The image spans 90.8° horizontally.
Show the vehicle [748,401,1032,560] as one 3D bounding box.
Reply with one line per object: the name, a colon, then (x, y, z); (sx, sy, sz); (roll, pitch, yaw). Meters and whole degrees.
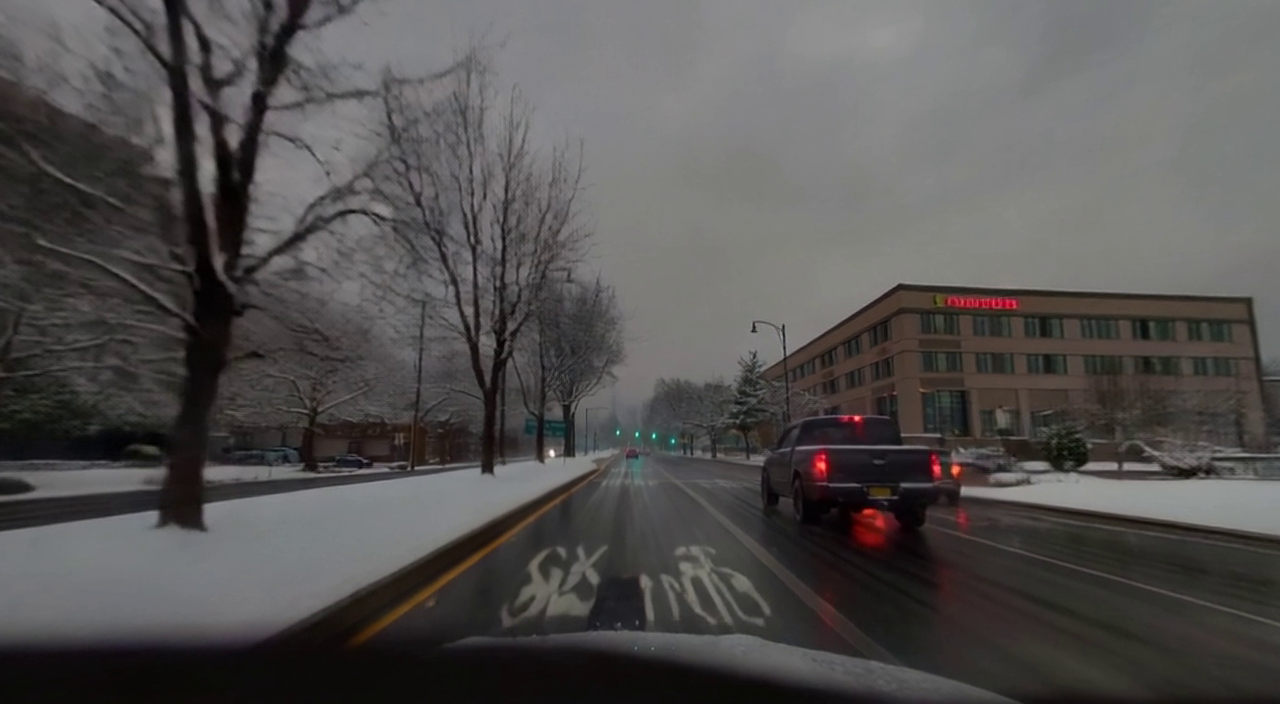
vehicle: (3.587, 1.998, 10.572); (2.505, 1.971, 5.162); (0, -9, -1)
